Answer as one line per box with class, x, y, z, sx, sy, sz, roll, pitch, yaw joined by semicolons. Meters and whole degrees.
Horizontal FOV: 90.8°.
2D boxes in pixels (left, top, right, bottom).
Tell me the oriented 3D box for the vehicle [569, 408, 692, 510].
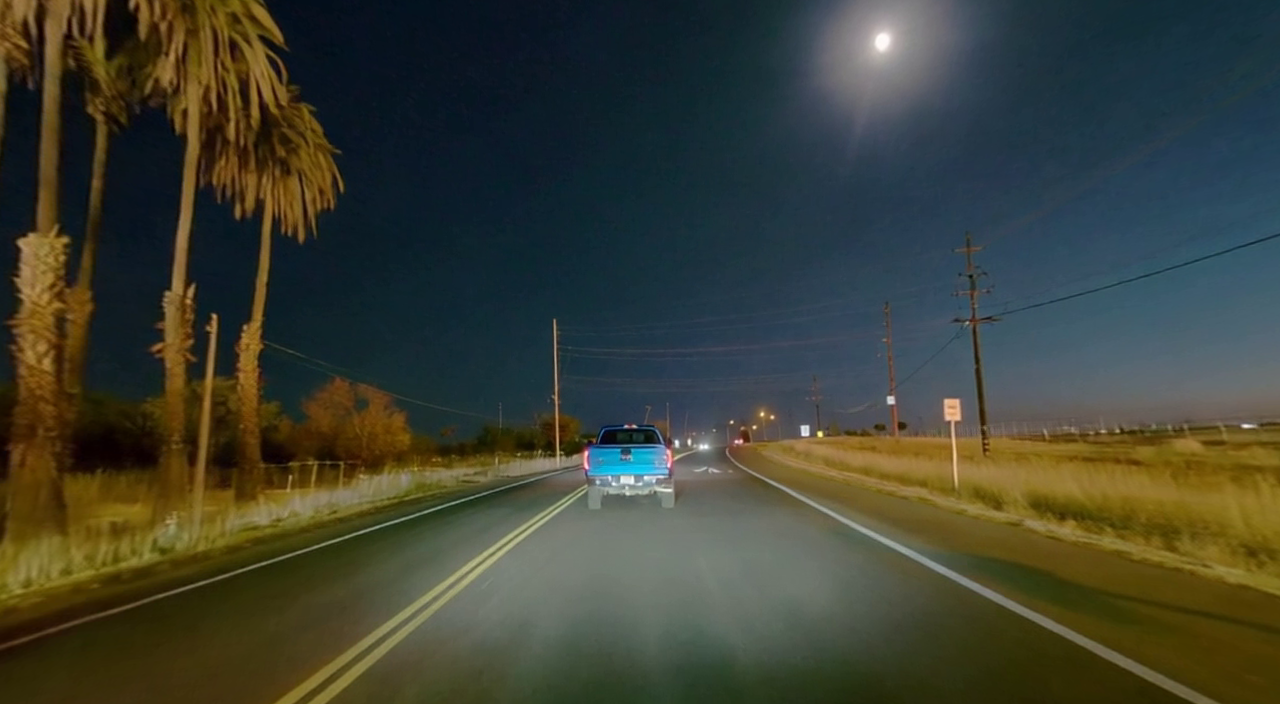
vehicle;-0.257;2.784;16.895;2.693;2.223;5.885;0;-8;-1
